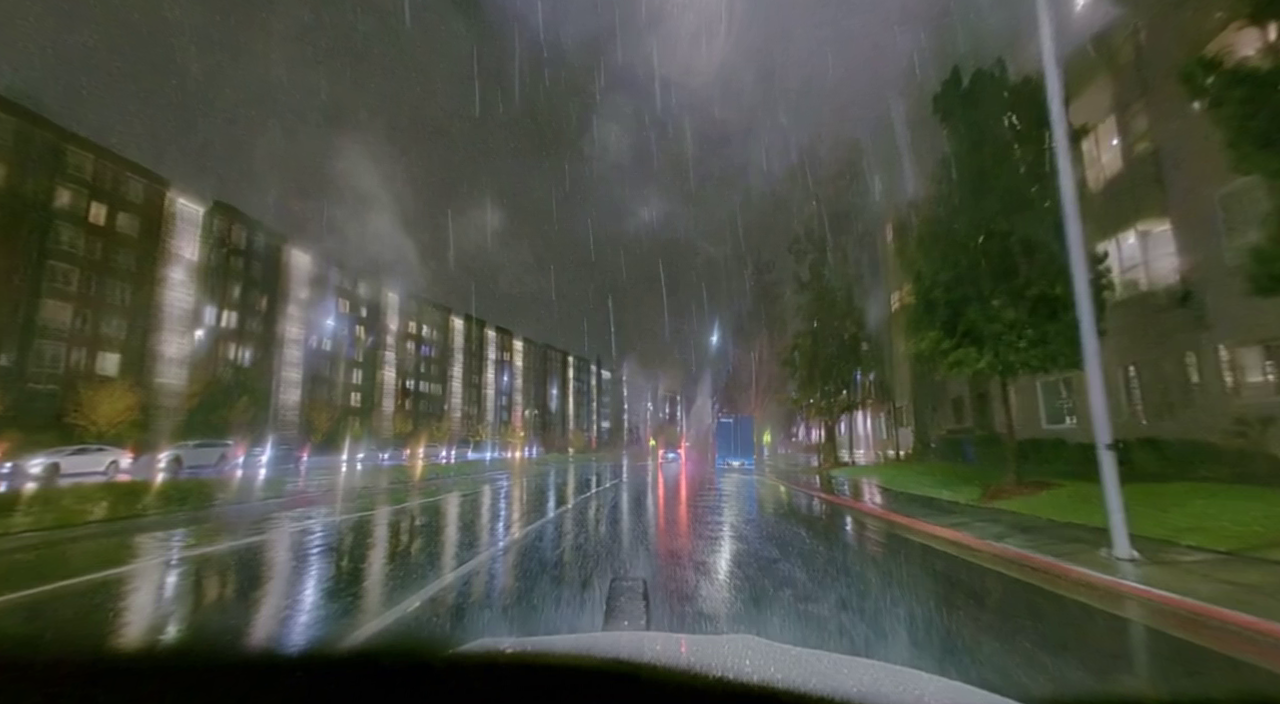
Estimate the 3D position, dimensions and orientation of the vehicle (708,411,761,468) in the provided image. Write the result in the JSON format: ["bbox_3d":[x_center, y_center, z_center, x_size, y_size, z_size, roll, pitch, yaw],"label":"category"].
[{"bbox_3d":[5.949,5.741,41.118,2.945,3.277,8.473,-1,-8,6],"label":"vehicle"}]

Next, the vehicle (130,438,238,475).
[{"bbox_3d":[-24.194,5.532,33.717,2.040,1.765,4.635,-2,-8,6],"label":"vehicle"}]

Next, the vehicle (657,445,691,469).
[{"bbox_3d":[2.122,6.375,38.629,1.871,1.370,4.206,-1,-8,6],"label":"vehicle"}]

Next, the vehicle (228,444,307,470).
[{"bbox_3d":[-23.814,6.717,40.519,1.900,1.454,4.757,-3,-8,5],"label":"vehicle"}]

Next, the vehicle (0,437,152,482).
[{"bbox_3d":[-24.713,4.645,27.631,2.213,1.750,5.149,-1,-8,4],"label":"vehicle"}]
